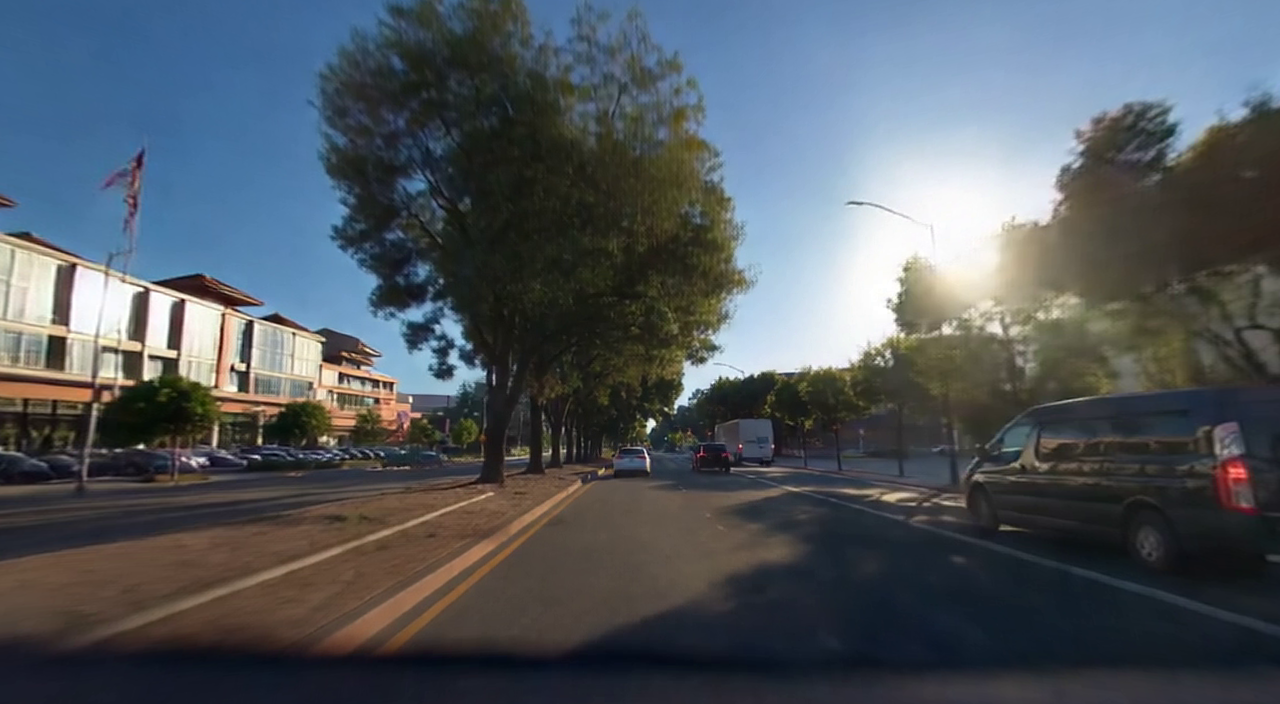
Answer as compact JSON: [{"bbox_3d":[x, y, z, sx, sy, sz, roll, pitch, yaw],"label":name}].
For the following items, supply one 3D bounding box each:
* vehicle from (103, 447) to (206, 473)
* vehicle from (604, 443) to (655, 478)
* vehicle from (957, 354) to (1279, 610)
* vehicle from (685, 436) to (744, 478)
[{"bbox_3d":[-29.742,6.620,38.754,4.761,1.522,1.968,-1,-10,3],"label":"vehicle"},{"bbox_3d":[-0.465,4.790,28.198,2.095,1.456,3.873,0,-8,-1],"label":"vehicle"},{"bbox_3d":[6.639,1.450,7.744,2.573,2.127,5.568,0,-8,0],"label":"vehicle"},{"bbox_3d":[3.238,4.665,28.235,2.047,1.711,4.265,0,-8,-1],"label":"vehicle"}]
